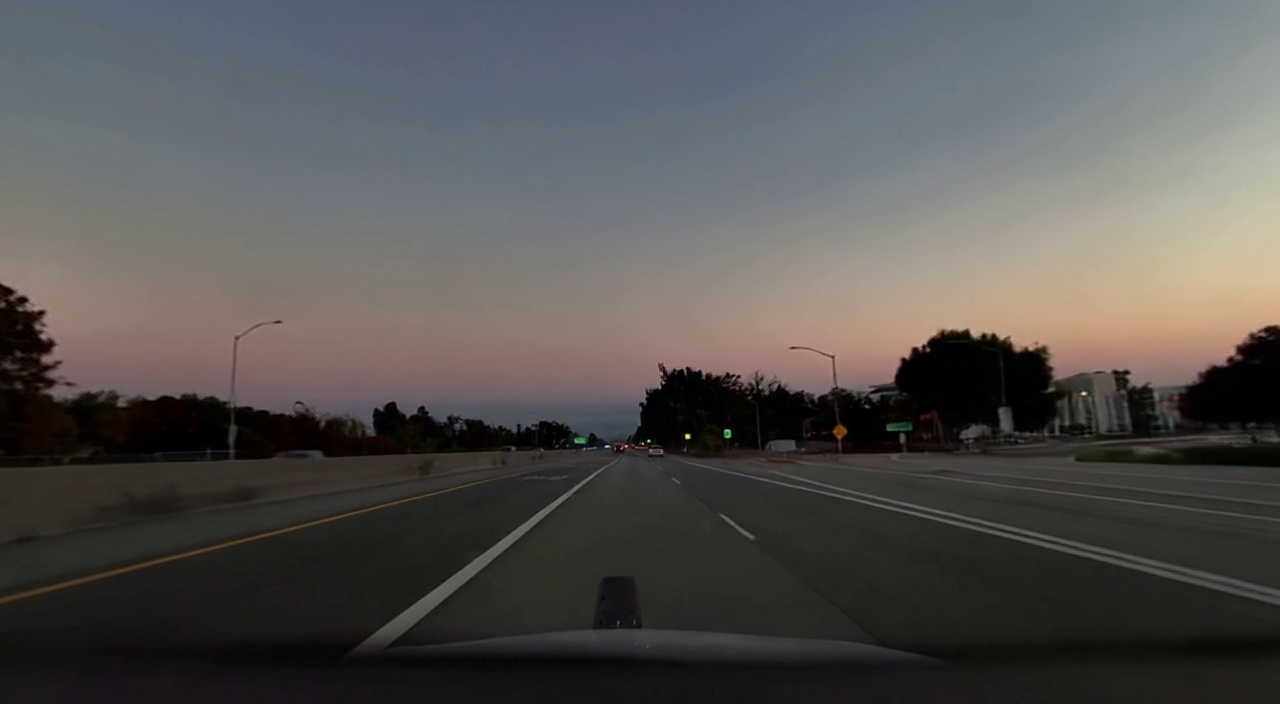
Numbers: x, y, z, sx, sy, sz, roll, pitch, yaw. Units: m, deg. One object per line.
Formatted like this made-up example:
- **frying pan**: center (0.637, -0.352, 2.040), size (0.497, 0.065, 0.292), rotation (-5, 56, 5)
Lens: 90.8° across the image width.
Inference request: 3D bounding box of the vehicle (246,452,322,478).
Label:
- **vehicle**: center (-22.223, 7.036, 39.689), size (1.908, 1.506, 4.951), rotation (0, -9, -1)
